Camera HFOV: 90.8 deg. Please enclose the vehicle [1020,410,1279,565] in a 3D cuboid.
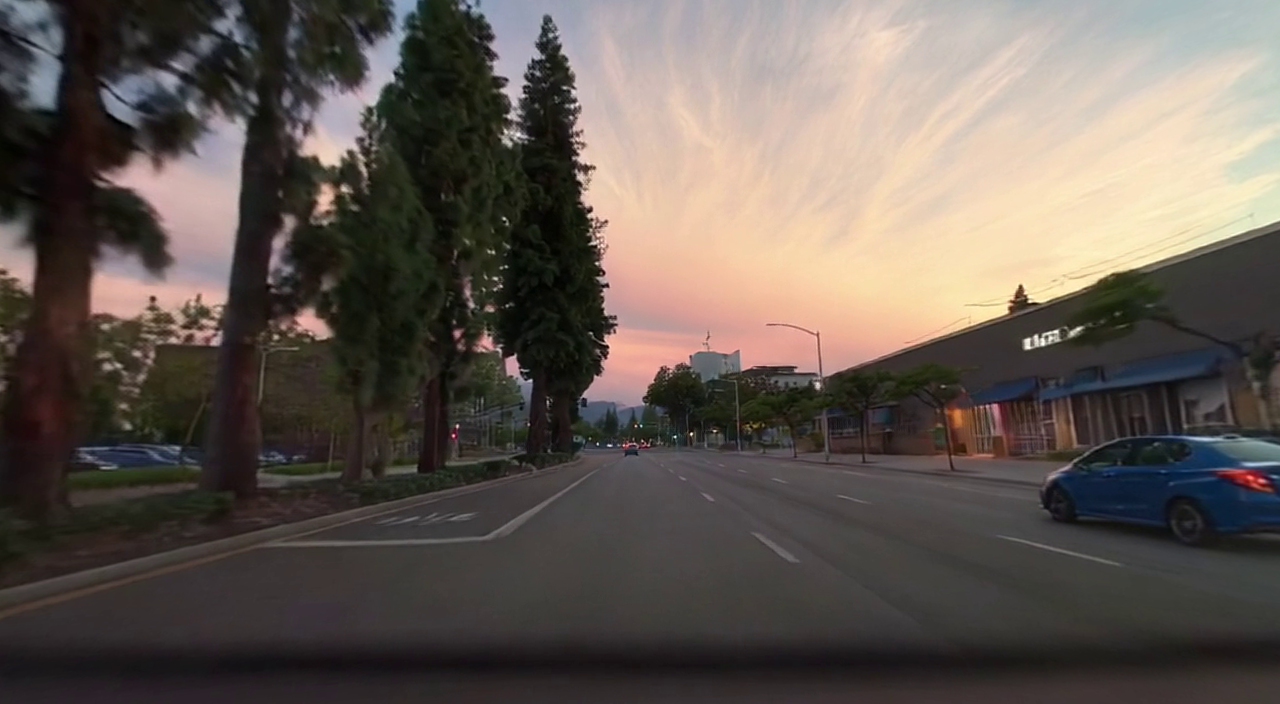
[{"bbox_3d":[7.684,1.751,8.892,1.918,1.632,4.368,0,-8,0],"label":"vehicle"}]
